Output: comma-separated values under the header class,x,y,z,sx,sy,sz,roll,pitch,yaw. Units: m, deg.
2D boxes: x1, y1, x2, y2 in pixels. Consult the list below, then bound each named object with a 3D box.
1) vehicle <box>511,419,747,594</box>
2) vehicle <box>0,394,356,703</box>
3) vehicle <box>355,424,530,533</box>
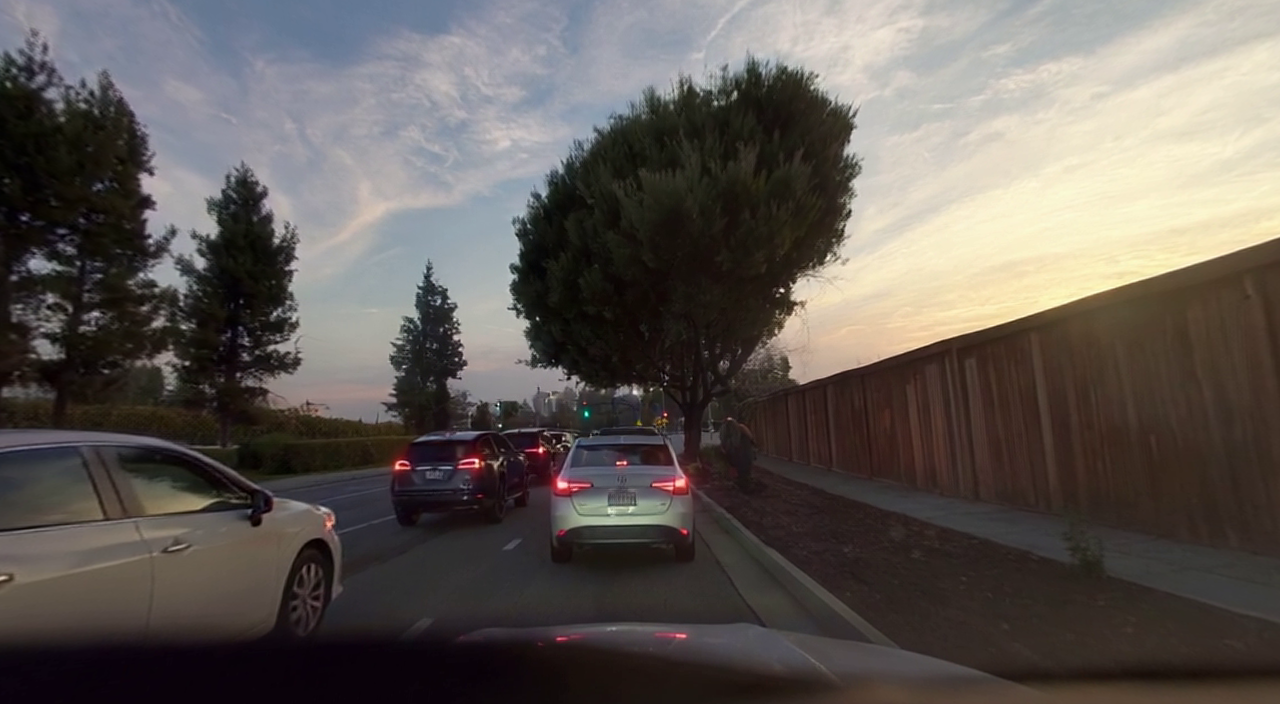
class,x,y,z,sx,sy,sz,roll,pitch,yaw
vehicle,-0.131,1.598,7.334,1.995,1.460,3.865,0,-8,-1
vehicle,-3.161,0.948,2.386,1.980,1.520,4.636,0,-8,0
vehicle,-3.228,2.135,11.118,1.850,1.582,3.688,0,-8,0
